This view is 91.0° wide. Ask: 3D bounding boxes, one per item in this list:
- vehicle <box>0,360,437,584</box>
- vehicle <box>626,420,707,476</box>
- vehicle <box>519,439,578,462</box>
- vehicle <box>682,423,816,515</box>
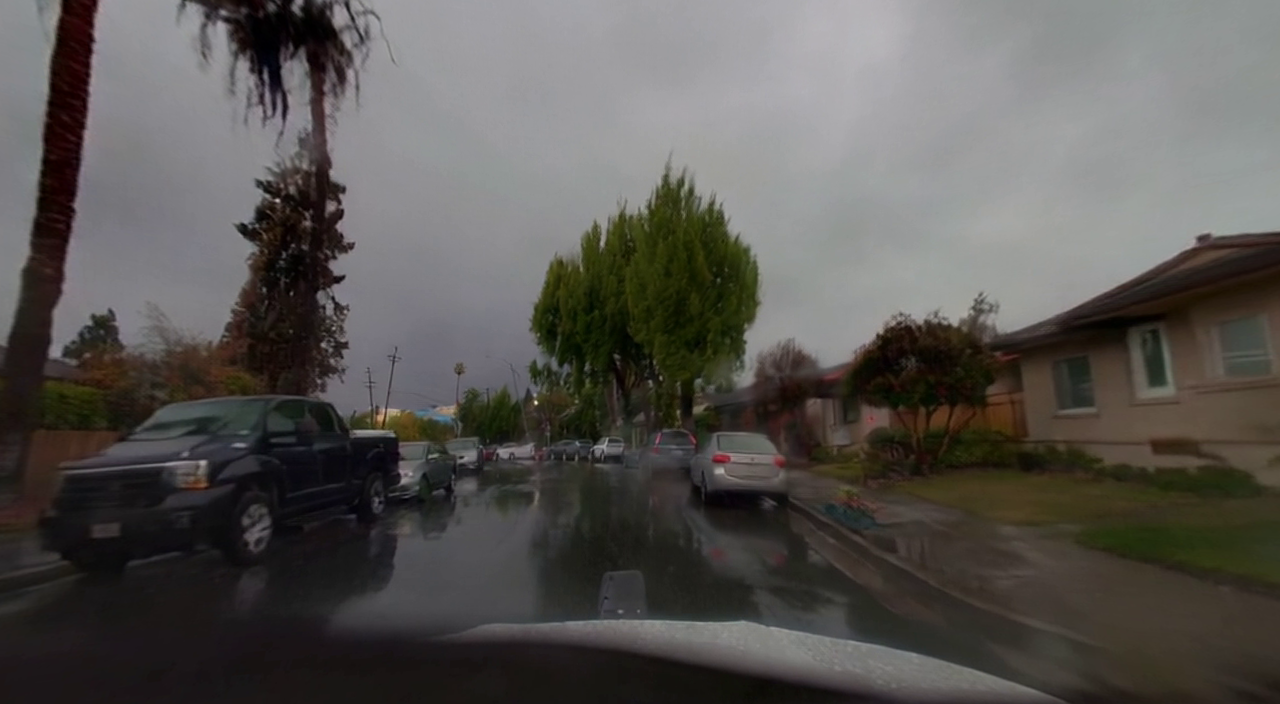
[{"bbox_3d":[-5.557,1.639,9.491,2.624,2.178,6.522,0,-8,2],"label":"vehicle"},{"bbox_3d":[0.930,3.807,25.110,2.139,1.997,4.864,2,-9,-11],"label":"vehicle"},{"bbox_3d":[-6.591,6.980,44.798,2.108,1.503,4.977,6,-10,-35],"label":"vehicle"},{"bbox_3d":[2.124,2.459,13.733,2.076,1.658,4.604,0,-8,0],"label":"vehicle"}]
